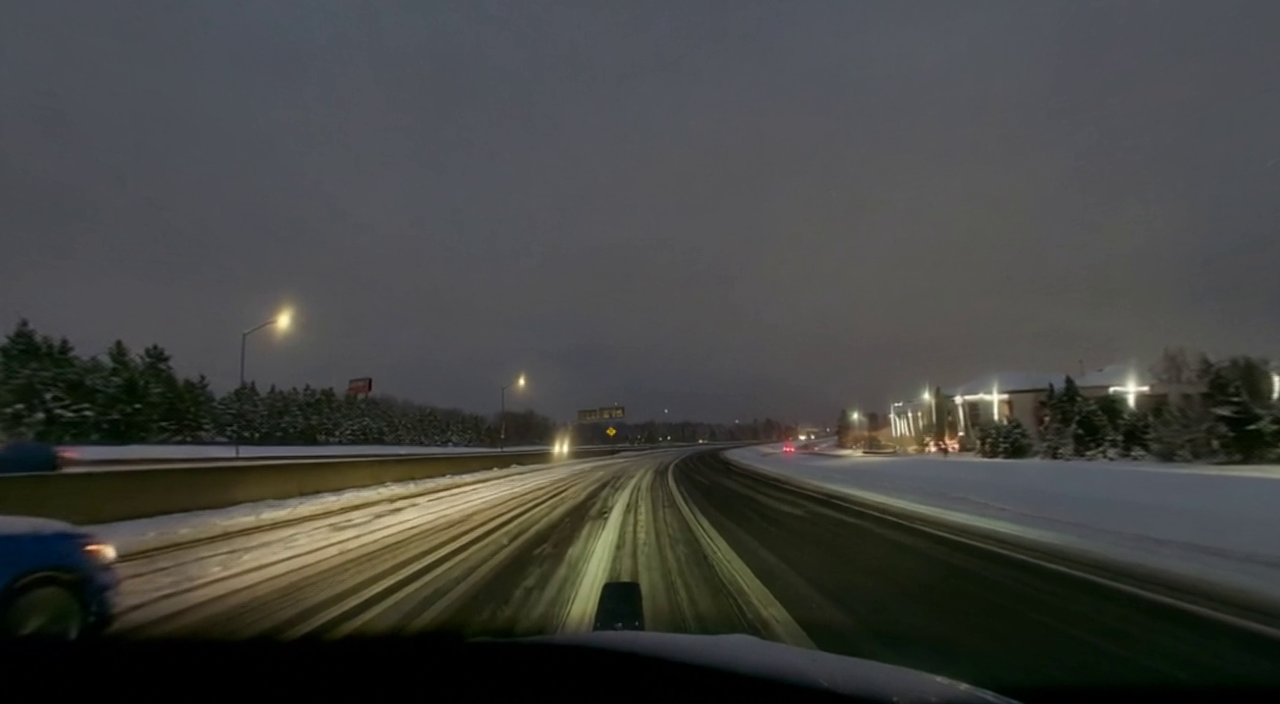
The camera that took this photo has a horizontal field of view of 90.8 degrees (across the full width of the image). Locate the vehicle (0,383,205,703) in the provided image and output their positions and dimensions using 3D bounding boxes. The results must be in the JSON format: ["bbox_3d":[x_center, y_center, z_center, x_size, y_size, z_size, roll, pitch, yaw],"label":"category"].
[{"bbox_3d":[-3.970,0.775,1.763,2.087,1.566,4.756,0,-8,0],"label":"vehicle"}]
